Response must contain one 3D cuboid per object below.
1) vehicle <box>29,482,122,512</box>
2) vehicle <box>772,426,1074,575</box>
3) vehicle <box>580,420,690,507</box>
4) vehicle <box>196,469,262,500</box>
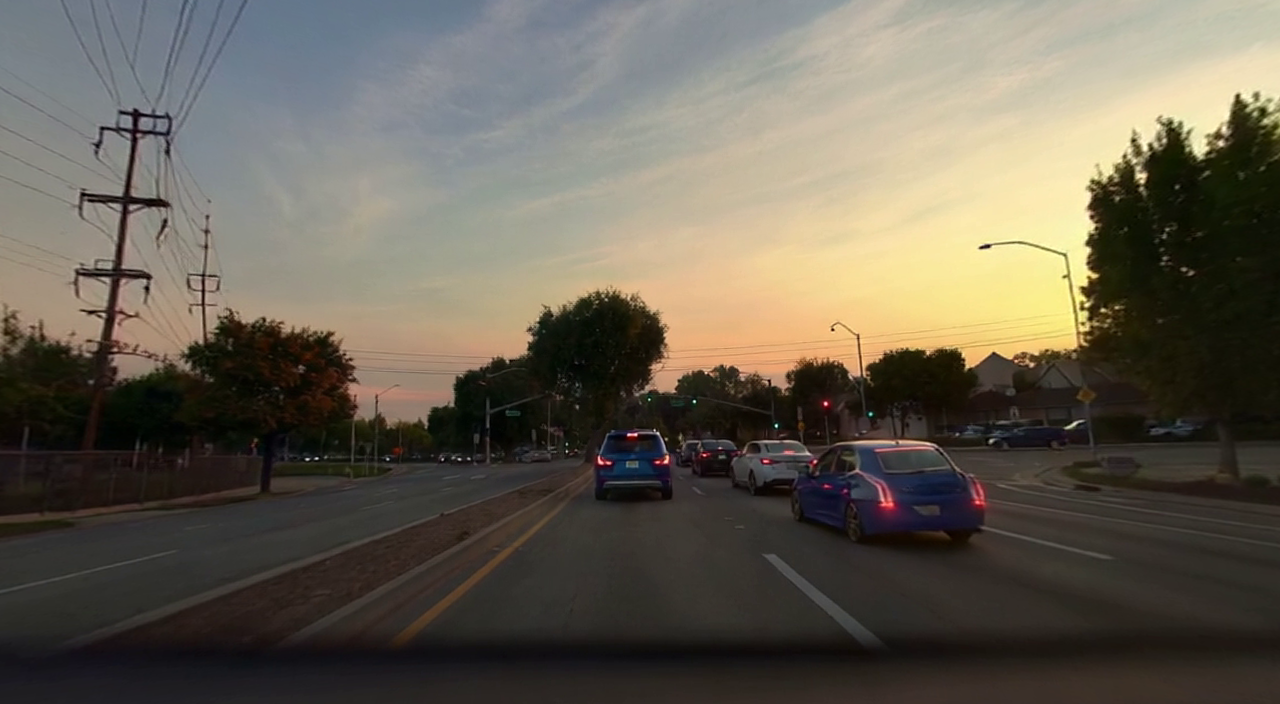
[{"bbox_3d":[-33.395,8.566,37.430,3.637,1.483,2.007,-2,-7,1],"label":"vehicle"},{"bbox_3d":[3.306,1.824,8.611,1.984,1.462,4.513,0,-9,0],"label":"vehicle"},{"bbox_3d":[-0.140,2.672,15.469,2.300,1.821,4.254,0,-9,-1],"label":"vehicle"},{"bbox_3d":[-25.231,8.082,38.769,3.826,1.522,1.741,-3,-8,30],"label":"vehicle"}]
